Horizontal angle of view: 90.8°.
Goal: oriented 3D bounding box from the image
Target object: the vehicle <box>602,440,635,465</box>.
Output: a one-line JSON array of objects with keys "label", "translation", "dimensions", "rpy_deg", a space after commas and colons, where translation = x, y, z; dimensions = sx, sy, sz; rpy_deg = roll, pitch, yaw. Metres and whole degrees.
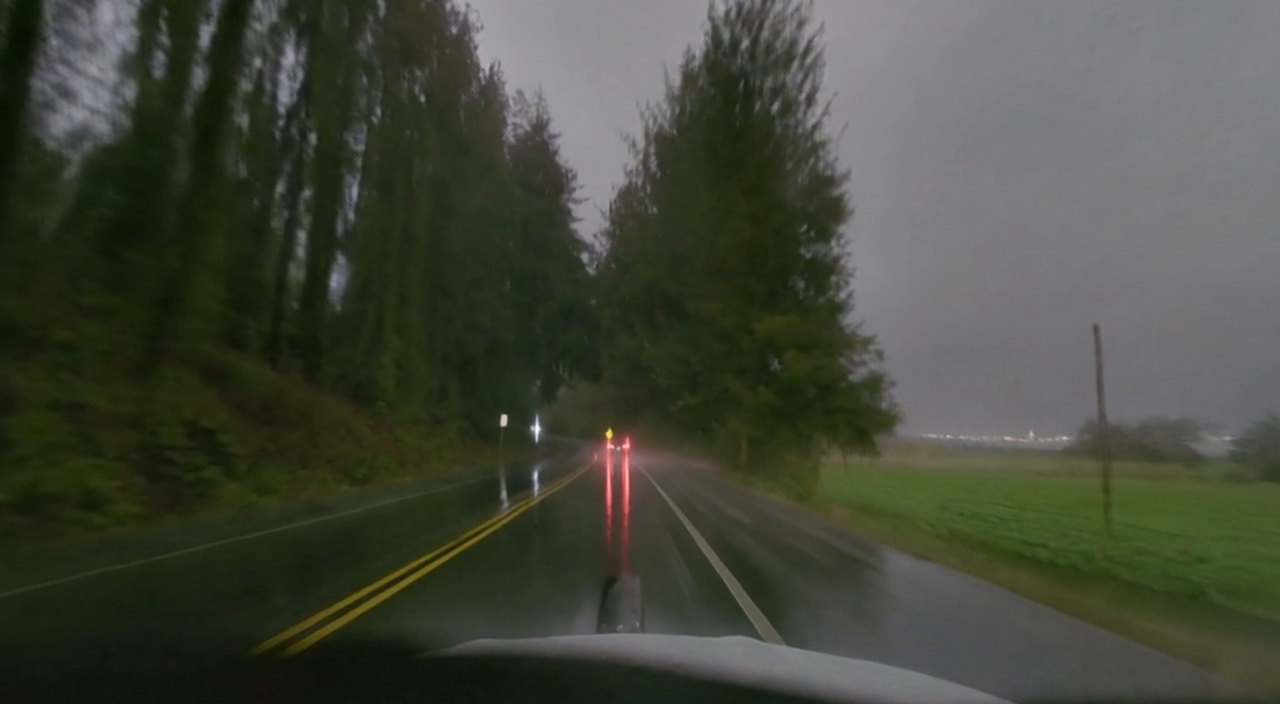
[{"label": "vehicle", "translation": [-1.363, 6.543, 41.149], "dimensions": [2.042, 1.489, 3.963], "rpy_deg": [0, -9, -2]}]
